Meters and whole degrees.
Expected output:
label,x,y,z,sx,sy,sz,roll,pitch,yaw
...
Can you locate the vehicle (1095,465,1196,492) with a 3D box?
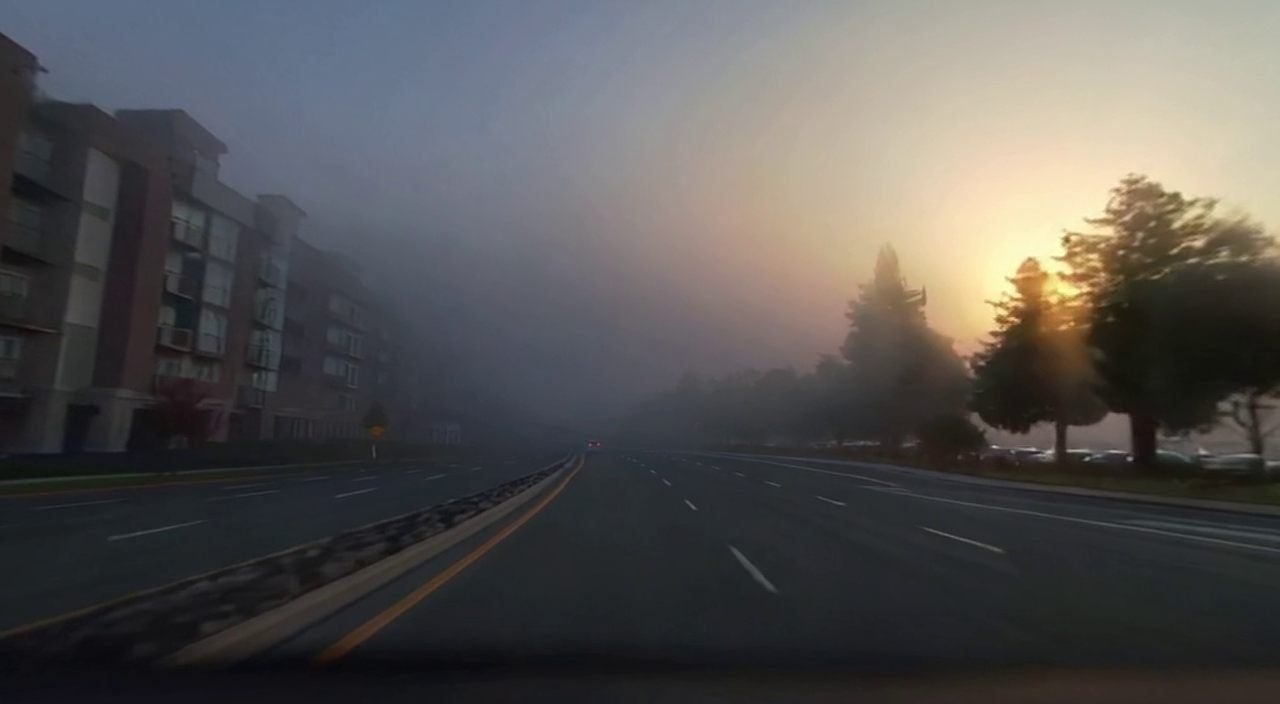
label,x,y,z,sx,sy,sz,roll,pitch,yaw
vehicle,30.243,7.588,37.908,4.349,1.499,1.867,0,-9,1
